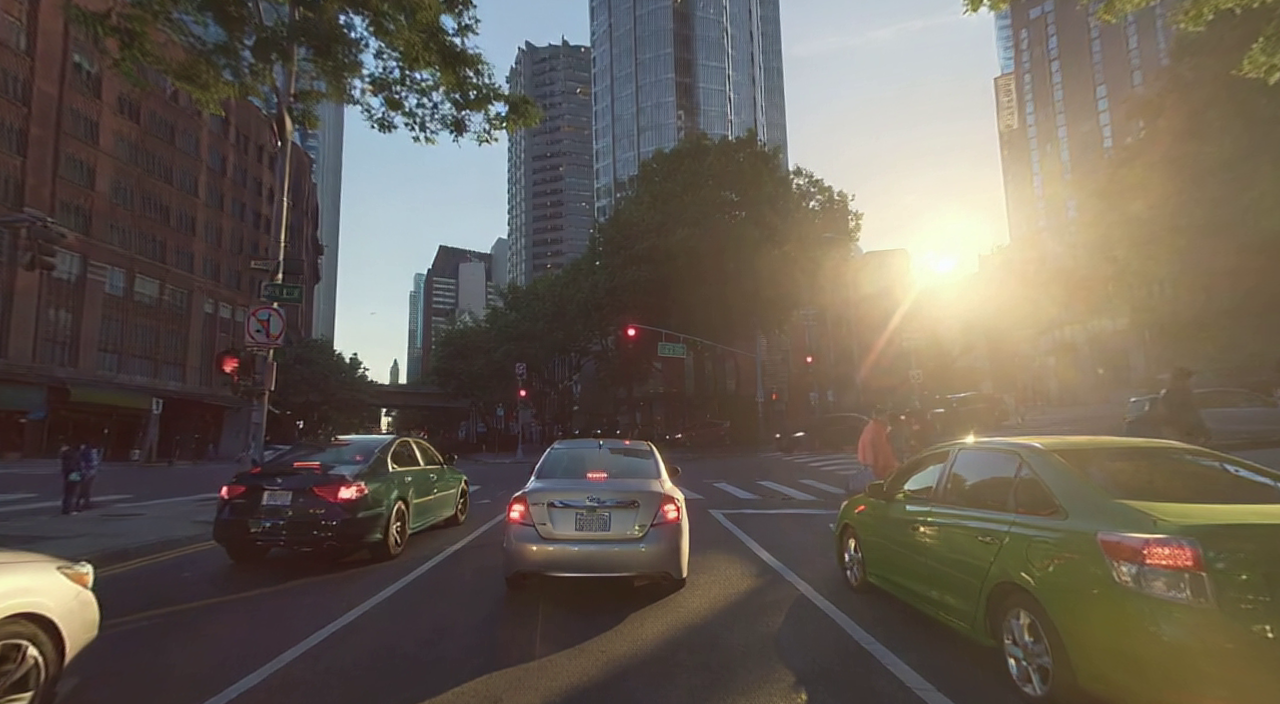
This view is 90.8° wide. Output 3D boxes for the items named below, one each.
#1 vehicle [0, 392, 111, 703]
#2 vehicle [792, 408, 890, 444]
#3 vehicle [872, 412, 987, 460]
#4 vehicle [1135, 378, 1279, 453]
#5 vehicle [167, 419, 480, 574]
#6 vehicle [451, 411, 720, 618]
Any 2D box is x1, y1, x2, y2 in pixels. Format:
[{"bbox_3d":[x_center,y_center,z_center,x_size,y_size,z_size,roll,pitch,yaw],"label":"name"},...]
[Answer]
[{"bbox_3d":[-3.920,0.705,1.186,1.995,1.524,4.438,0,-8,0],"label":"vehicle"},{"bbox_3d":[10.465,3.923,32.947,4.657,1.769,1.979,4,-9,-24],"label":"vehicle"},{"bbox_3d":[10.992,3.199,23.900,4.392,1.667,1.958,6,-10,-35],"label":"vehicle"},{"bbox_3d":[21.622,2.356,22.887,5.863,2.493,2.354,2,-9,-12],"label":"vehicle"},{"bbox_3d":[-3.696,1.756,8.472,1.934,1.522,4.287,0,-8,0],"label":"vehicle"},{"bbox_3d":[-0.423,1.501,6.729,1.999,1.520,3.896,0,-8,-1],"label":"vehicle"}]
